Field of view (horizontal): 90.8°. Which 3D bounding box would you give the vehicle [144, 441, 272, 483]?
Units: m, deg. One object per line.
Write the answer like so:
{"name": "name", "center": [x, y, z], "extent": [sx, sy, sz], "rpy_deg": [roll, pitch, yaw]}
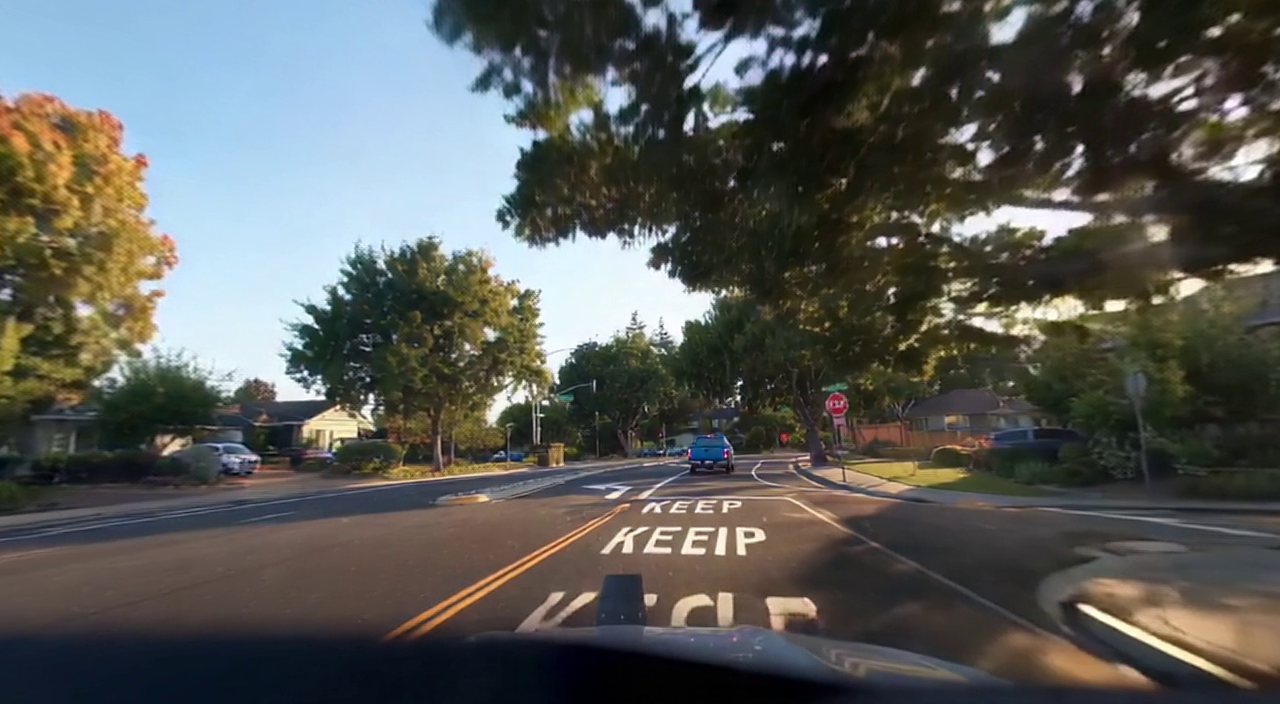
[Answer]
{"name": "vehicle", "center": [-18.897, 4.810, 27.751], "extent": [4.168, 1.735, 1.925], "rpy_deg": [0, -9, 2]}

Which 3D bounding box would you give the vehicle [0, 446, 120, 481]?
{"name": "vehicle", "center": [-25.331, 4.759, 27.200], "extent": [4.268, 1.409, 1.897], "rpy_deg": [0, -9, 3]}

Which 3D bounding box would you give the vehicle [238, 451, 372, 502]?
{"name": "vehicle", "center": [-11.720, 4.364, 22.534], "extent": [1.873, 1.508, 4.483], "rpy_deg": [-2, -8, 8]}

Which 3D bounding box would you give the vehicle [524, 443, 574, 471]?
{"name": "vehicle", "center": [-6.792, 7.908, 47.781], "extent": [2.053, 1.822, 4.852], "rpy_deg": [-3, -8, 14]}

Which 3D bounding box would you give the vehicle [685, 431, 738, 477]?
{"name": "vehicle", "center": [3.401, 4.719, 29.347], "extent": [2.153, 1.942, 4.767], "rpy_deg": [-1, -9, 10]}
